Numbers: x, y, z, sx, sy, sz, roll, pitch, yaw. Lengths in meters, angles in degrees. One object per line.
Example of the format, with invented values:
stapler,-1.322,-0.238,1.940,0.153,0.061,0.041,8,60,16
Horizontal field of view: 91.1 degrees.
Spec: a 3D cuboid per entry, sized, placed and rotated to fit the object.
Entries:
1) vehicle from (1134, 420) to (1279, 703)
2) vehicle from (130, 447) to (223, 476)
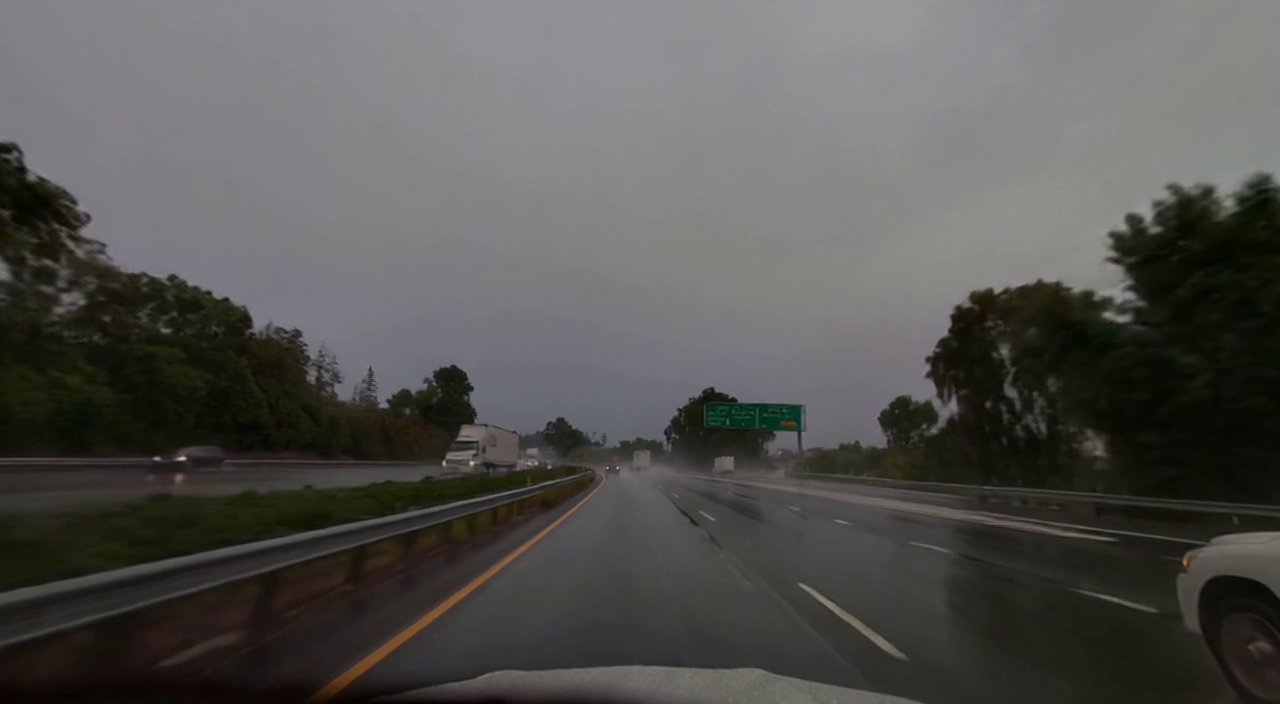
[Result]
vehicle,4.021,0.824,1.458,1.965,1.502,4.599,1,-10,0
vehicle,-26.891,6.386,36.679,1.873,1.540,4.546,0,-10,1
